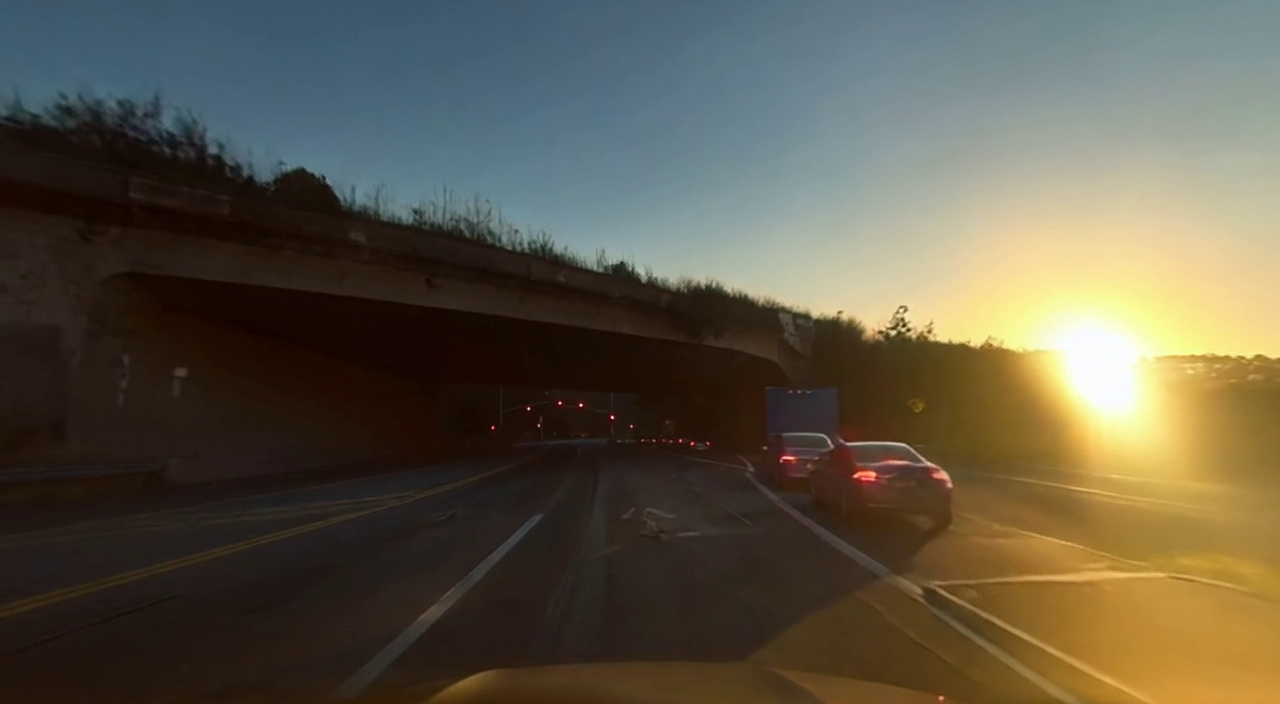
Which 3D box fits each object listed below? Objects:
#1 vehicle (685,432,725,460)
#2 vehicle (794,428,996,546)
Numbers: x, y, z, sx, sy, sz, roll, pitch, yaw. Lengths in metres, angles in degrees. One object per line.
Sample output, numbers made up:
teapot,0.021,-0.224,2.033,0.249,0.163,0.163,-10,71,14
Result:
vehicle,4.395,6.401,42.978,1.917,1.748,4.003,0,-8,-6
vehicle,3.764,2.024,10.142,1.947,1.475,3.962,-1,-8,6
